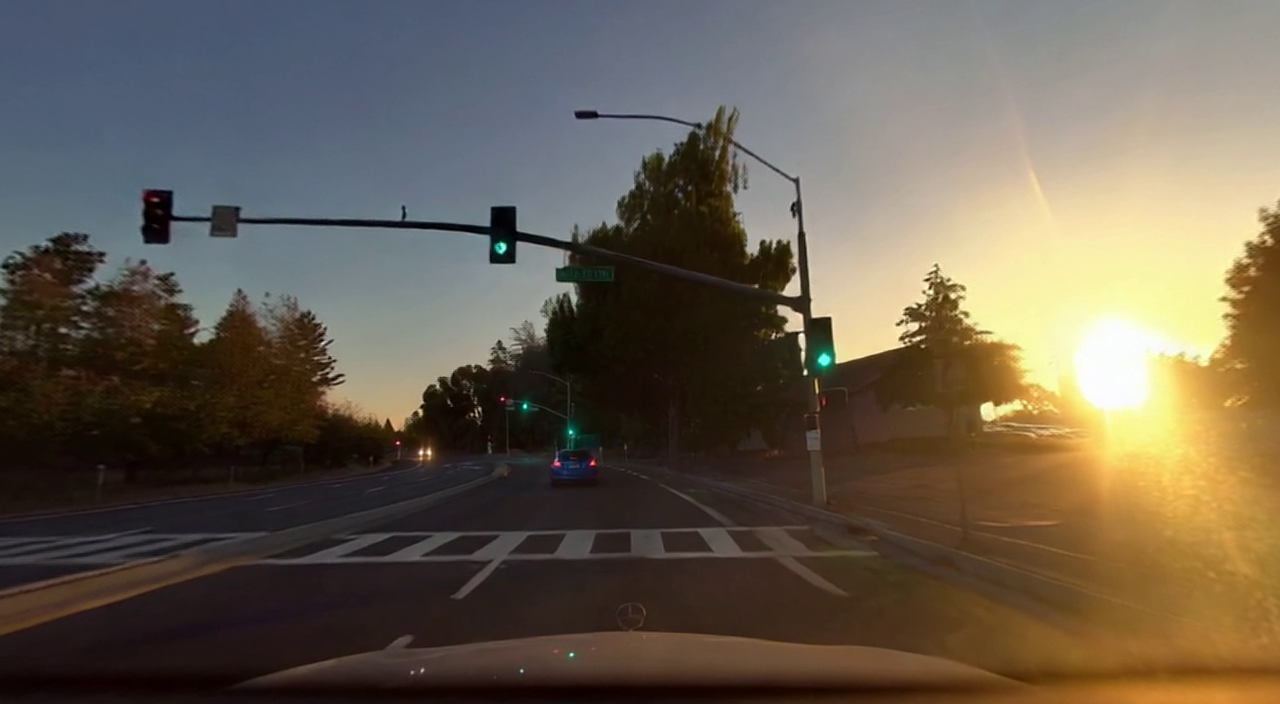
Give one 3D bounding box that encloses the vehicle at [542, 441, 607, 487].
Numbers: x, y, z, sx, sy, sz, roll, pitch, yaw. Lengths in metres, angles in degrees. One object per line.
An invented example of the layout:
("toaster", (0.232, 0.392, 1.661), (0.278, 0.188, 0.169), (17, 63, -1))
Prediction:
("vehicle", (-2.525, 4.084, 23.366), (2.148, 1.521, 4.089), (1, -8, -9))
